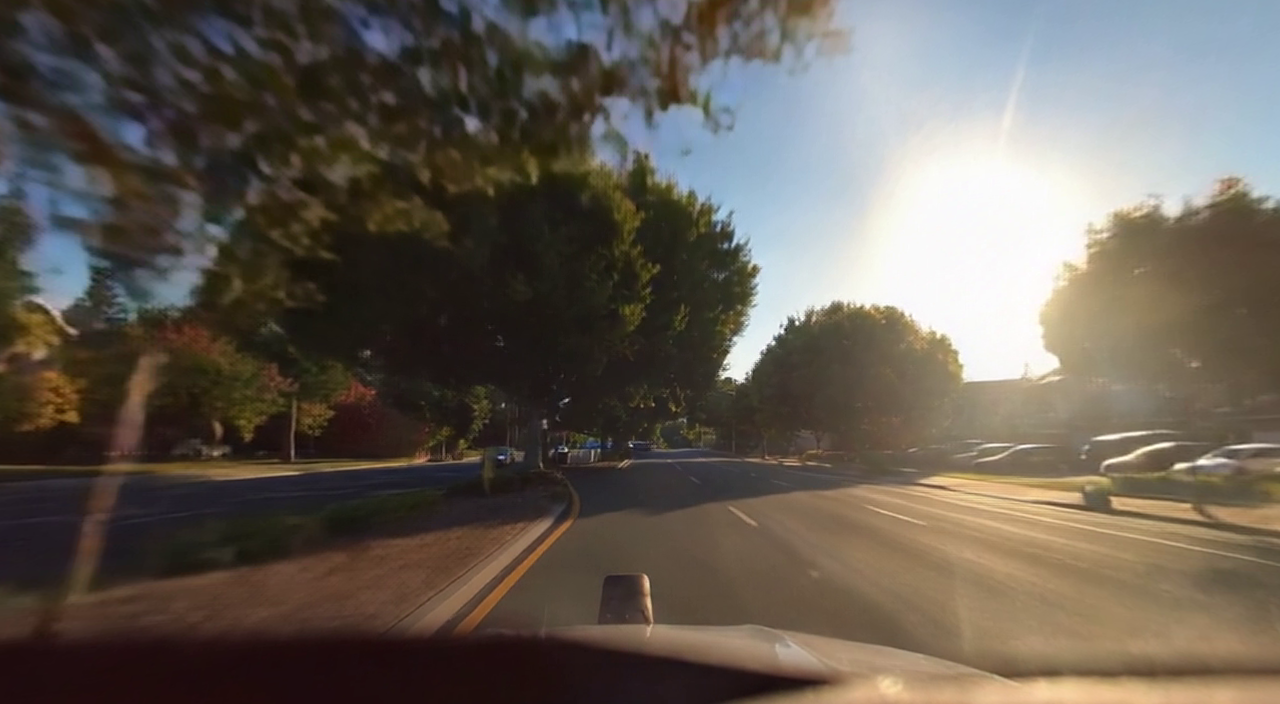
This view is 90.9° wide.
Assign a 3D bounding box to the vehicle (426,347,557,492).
[{"bbox_3d":[-4.079,1.987,18.208,3.008,3.786,3.422,0,-8,-3],"label":"vehicle"}]

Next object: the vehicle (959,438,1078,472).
[{"bbox_3d":[21.546,5.885,36.008,5.374,1.825,2.157,0,-8,0],"label":"vehicle"}]

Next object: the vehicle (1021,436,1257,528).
[{"bbox_3d":[11.214,2.899,14.704,1.976,1.780,4.352,0,-8,2],"label":"vehicle"}]
